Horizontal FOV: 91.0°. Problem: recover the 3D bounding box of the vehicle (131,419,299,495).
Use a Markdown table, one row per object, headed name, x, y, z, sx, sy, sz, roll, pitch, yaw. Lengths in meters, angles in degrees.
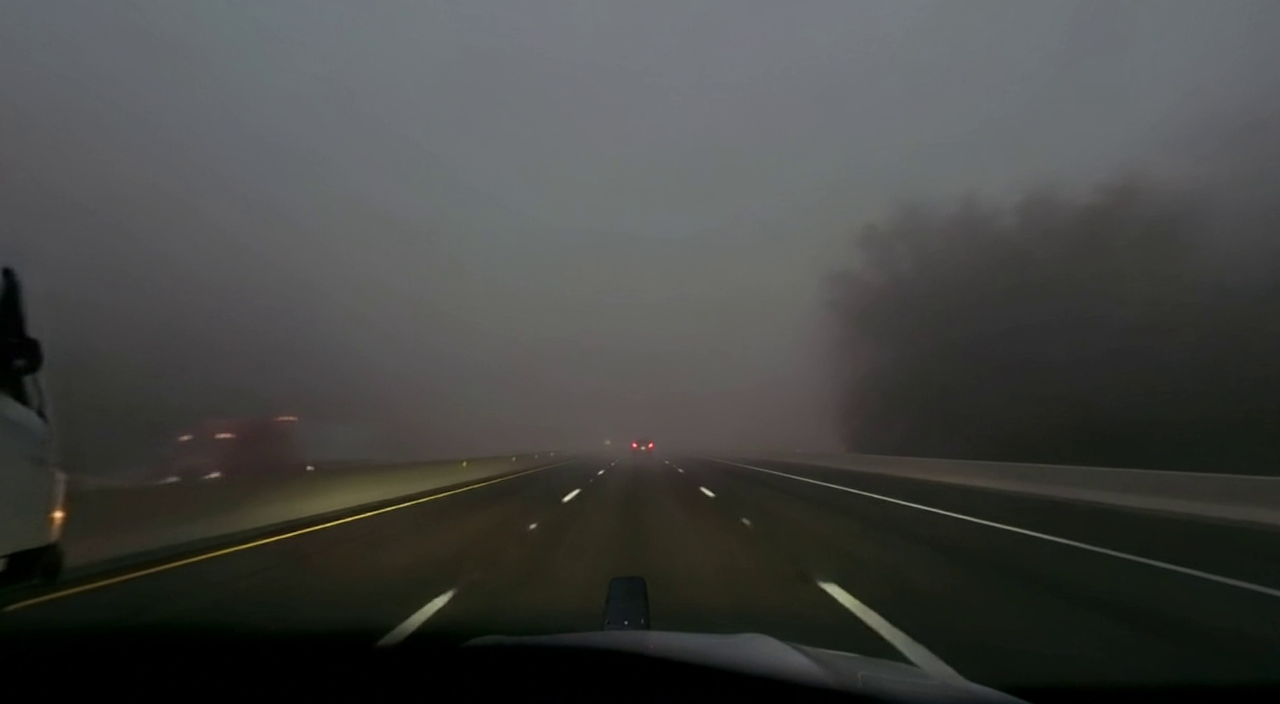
| name | x | y | z | sx | sy | sz | roll | pitch | yaw |
| --- | --- | --- | --- | --- | --- | --- | --- | --- | --- |
| vehicle | -18.741 | 4.665 | 28.451 | 2.651 | 3.017 | 6.875 | 0 | -8 | 1 |
